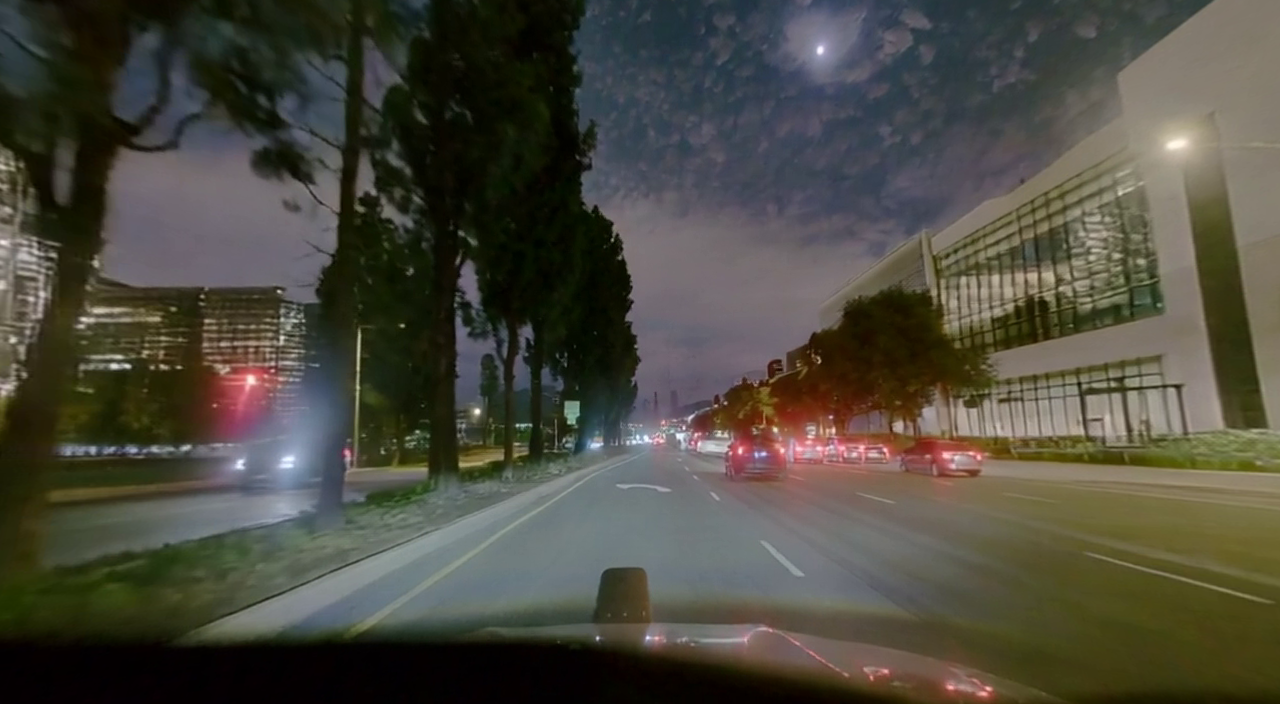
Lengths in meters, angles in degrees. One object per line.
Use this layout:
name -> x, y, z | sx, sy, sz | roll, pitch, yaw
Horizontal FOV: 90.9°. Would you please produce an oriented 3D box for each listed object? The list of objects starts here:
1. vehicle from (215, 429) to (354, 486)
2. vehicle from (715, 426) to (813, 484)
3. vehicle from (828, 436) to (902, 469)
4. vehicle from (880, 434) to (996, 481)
vehicle -> -13.991, 4.182, 25.339 | 2.285, 1.931, 5.530 | -3, -9, 1
vehicle -> 3.923, 3.365, 20.841 | 2.216, 1.675, 4.627 | 0, -9, -1
vehicle -> 10.680, 4.820, 30.318 | 1.841, 1.471, 4.790 | 0, -9, 0
vehicle -> 10.441, 3.724, 22.531 | 1.840, 1.467, 4.731 | 0, -9, 0
